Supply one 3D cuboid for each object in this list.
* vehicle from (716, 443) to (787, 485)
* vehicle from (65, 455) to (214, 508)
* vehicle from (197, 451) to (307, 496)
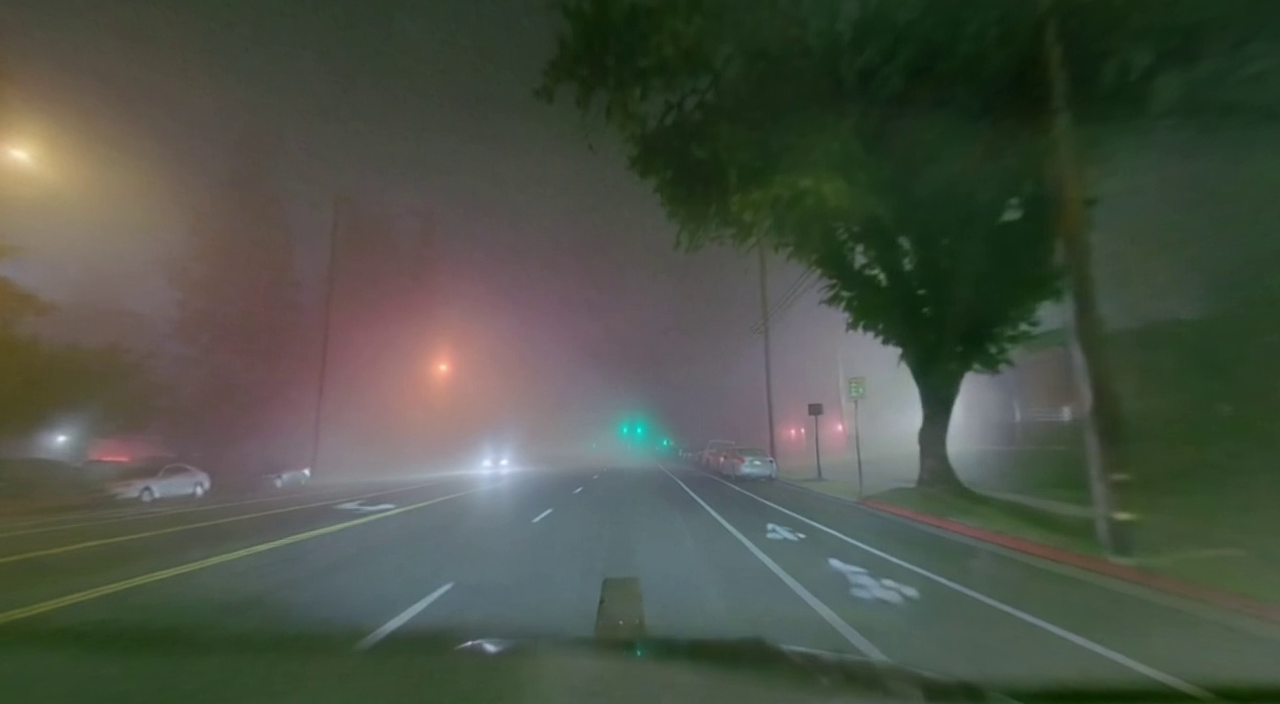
[{"bbox_3d":[4.410,4.505,25.760,1.927,1.523,4.668,0,-9,-1],"label":"vehicle"},{"bbox_3d":[-17.793,4.573,22.789,1.896,1.661,4.191,0,-9,0],"label":"vehicle"},{"bbox_3d":[-17.838,5.557,29.380,2.105,1.734,4.673,-3,-8,1],"label":"vehicle"}]
